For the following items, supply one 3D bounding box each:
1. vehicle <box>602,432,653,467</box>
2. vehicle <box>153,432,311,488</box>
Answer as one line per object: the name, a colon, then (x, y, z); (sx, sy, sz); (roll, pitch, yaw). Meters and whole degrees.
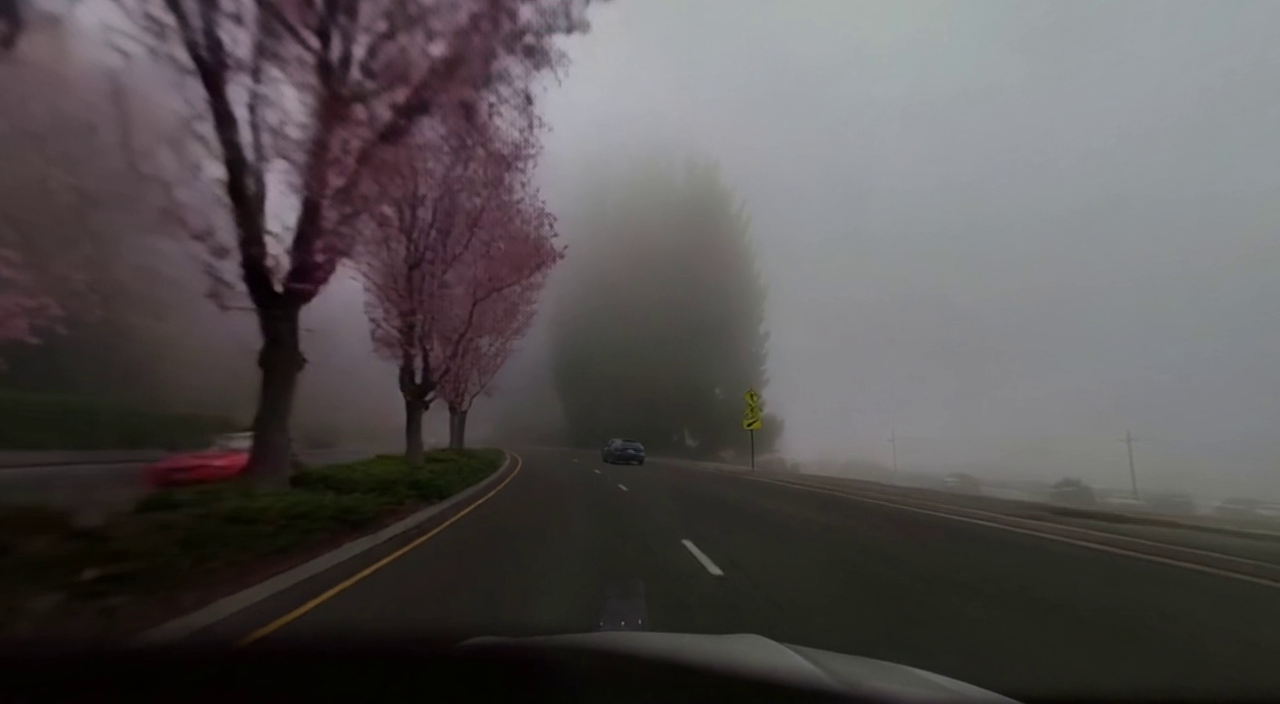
vehicle: (-0.817, 5.600, 36.138); (2.166, 1.828, 4.607); (2, -9, -11)
vehicle: (-12.073, 3.211, 19.040); (2.067, 1.468, 4.665); (1, -9, -6)
